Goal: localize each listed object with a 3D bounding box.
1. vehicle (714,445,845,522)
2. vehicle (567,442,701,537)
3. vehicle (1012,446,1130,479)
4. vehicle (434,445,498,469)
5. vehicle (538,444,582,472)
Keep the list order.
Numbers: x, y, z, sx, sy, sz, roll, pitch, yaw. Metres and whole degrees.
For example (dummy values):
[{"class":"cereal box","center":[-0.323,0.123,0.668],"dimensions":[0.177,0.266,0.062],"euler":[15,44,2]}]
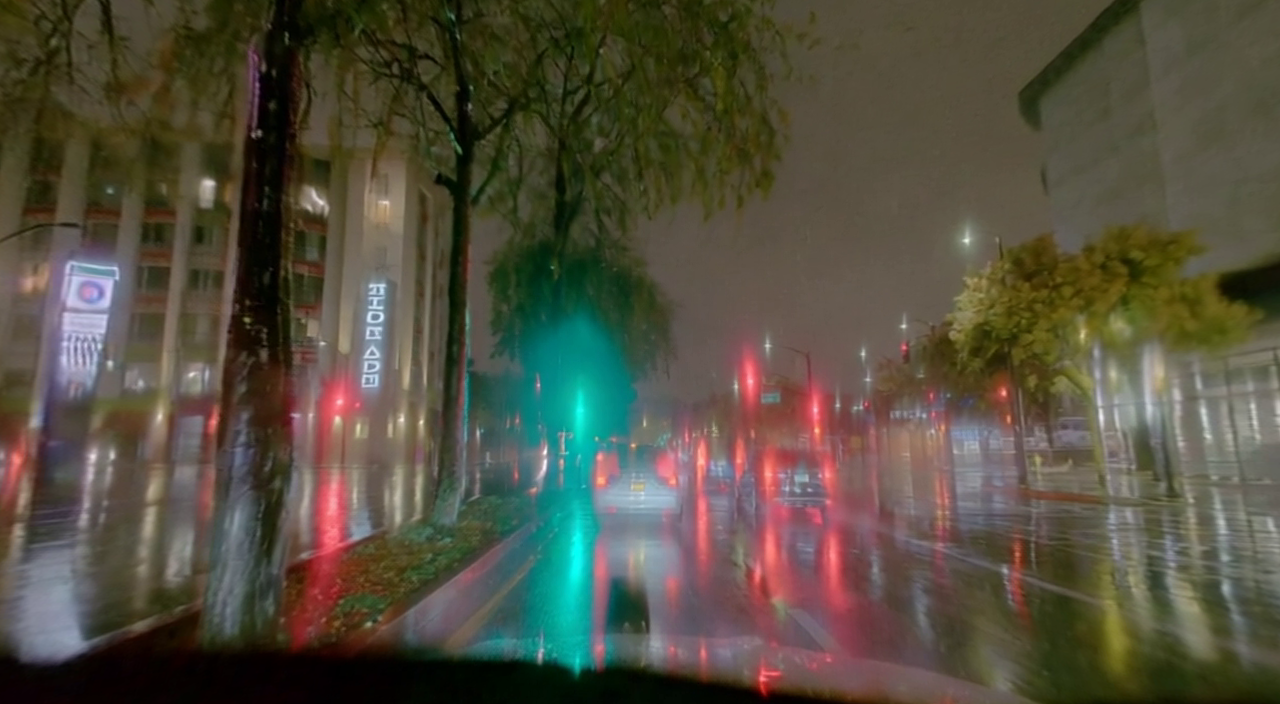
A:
[{"class":"vehicle","center":[2.918,2.827,14.214],"dimensions":[1.893,1.446,4.270],"euler":[0,-8,-1]},{"class":"vehicle","center":[-0.125,2.469,11.997],"dimensions":[2.087,1.456,4.143],"euler":[0,-8,-1]},{"class":"vehicle","center":[22.348,5.746,32.814],"dimensions":[4.610,1.622,1.934],"euler":[-1,-9,4]},{"class":"vehicle","center":[-13.543,8.239,49.506],"dimensions":[2.098,1.748,5.353],"euler":[-3,-9,19]},{"class":"vehicle","center":[-5.171,6.917,41.251],"dimensions":[2.192,1.708,4.291],"euler":[-1,-9,2]}]
